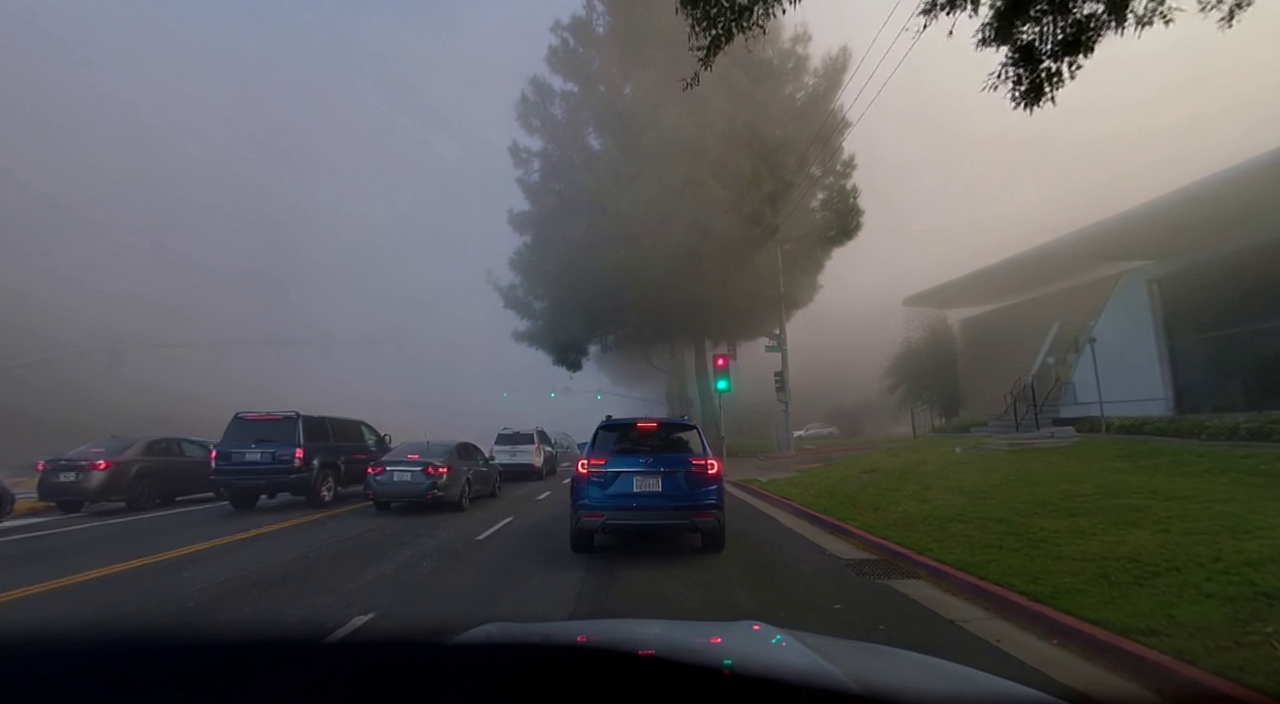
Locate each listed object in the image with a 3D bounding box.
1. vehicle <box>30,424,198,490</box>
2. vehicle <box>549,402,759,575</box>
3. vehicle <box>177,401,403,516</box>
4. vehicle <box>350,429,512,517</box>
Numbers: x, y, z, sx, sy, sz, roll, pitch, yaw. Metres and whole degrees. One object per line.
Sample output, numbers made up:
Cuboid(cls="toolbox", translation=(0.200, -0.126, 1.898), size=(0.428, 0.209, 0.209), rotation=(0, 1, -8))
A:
Cuboid(cls="vehicle", translation=(-17.682, 3.551, 21.599), size=(2.136, 1.976, 4.342), rotation=(0, -9, -4))
Cuboid(cls="vehicle", translation=(0.106, 1.663, 8.407), size=(2.055, 1.681, 4.270), rotation=(0, -9, -1))
Cuboid(cls="vehicle", translation=(-7.403, 2.334, 14.246), size=(2.195, 2.093, 5.185), rotation=(0, -9, -1))
Cuboid(cls="vehicle", translation=(-4.088, 2.441, 13.215), size=(1.942, 1.523, 4.212), rotation=(0, -9, 0))
